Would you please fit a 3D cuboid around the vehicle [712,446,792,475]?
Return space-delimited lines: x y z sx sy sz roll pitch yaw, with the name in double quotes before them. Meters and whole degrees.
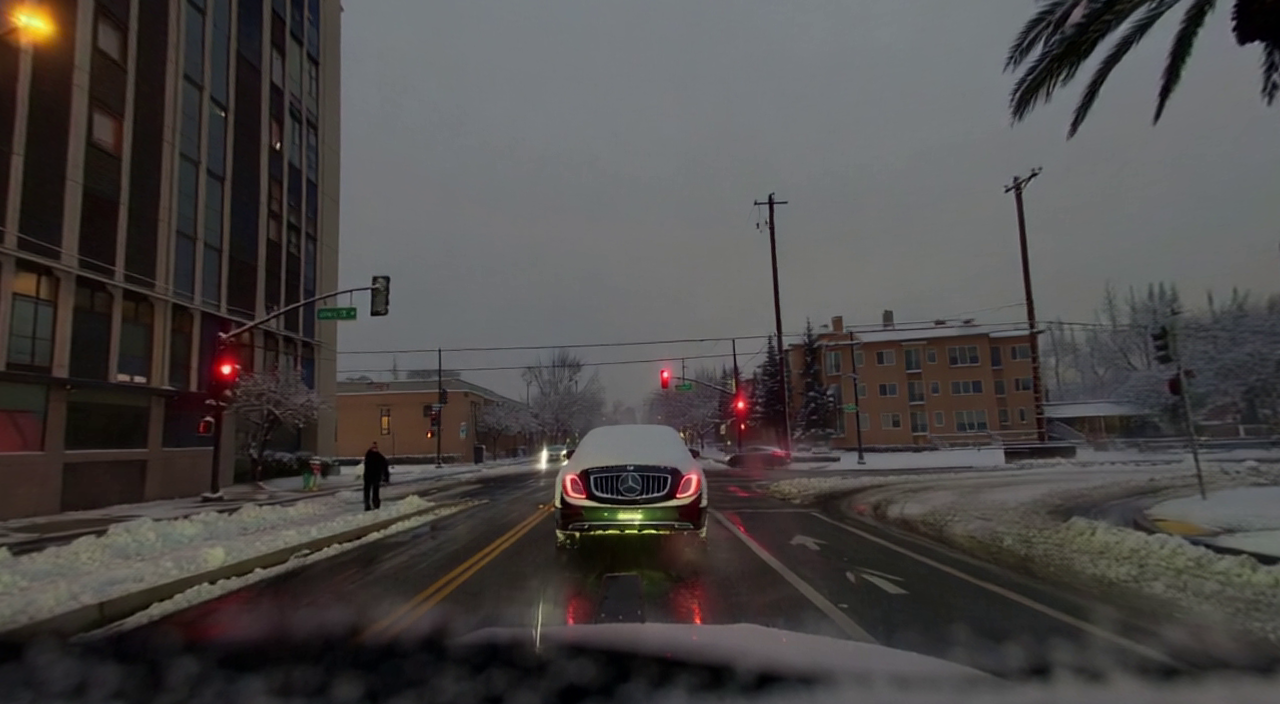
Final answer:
"vehicle" 6.952 6.728 39.439 4.494 1.704 1.976 -7 -11 39

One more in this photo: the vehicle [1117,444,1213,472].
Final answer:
"vehicle" 32.152 6.470 38.773 4.234 1.613 1.812 0 -8 -1

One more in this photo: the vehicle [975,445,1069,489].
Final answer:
"vehicle" 15.300 4.512 25.215 4.118 1.593 2.004 7 -11 -42

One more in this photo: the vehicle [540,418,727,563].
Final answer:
"vehicle" -0.084 1.878 9.224 2.144 1.643 3.770 0 -8 0
